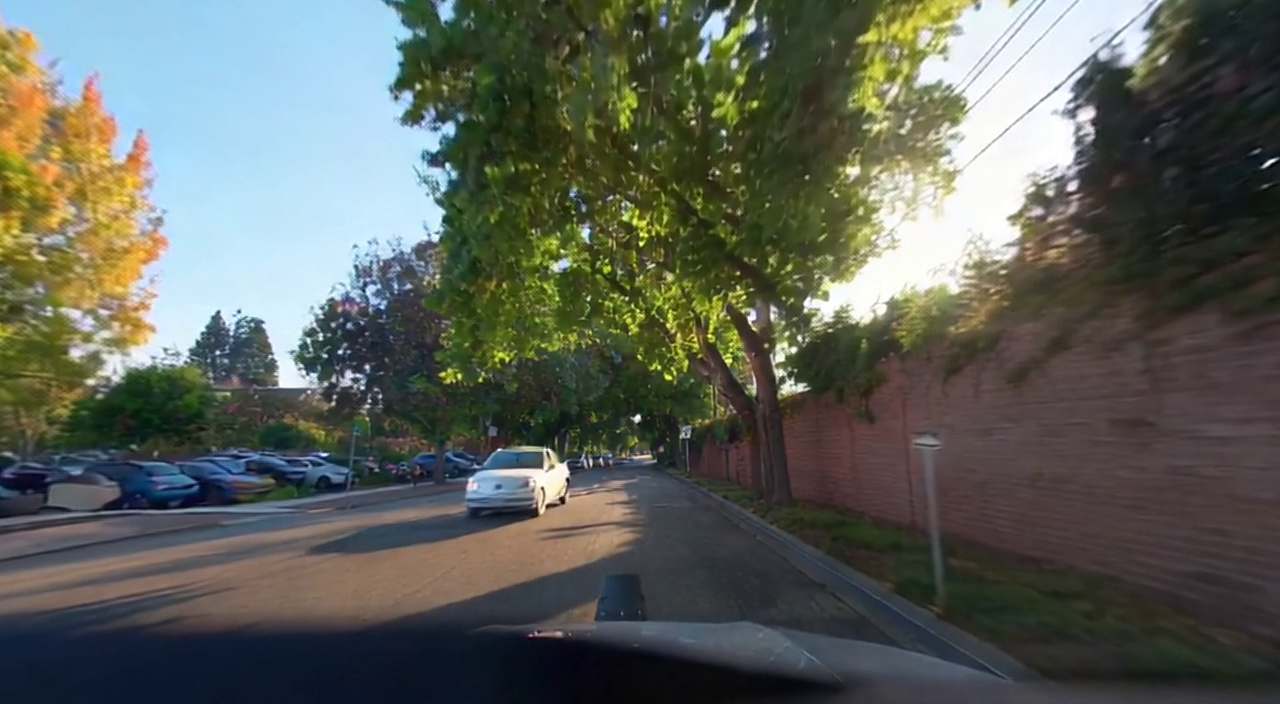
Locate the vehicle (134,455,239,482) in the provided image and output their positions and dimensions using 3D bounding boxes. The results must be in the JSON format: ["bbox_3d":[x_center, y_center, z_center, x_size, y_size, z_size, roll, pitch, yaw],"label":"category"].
[{"bbox_3d":[-26.980,6.957,37.719,4.736,1.516,1.937,0,-9,1],"label":"vehicle"}]

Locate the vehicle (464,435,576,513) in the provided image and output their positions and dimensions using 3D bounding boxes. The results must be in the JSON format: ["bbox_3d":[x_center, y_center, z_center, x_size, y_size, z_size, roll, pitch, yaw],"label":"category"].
[{"bbox_3d":[-2.921,3.080,16.371,2.047,1.725,4.288,0,-9,0],"label":"vehicle"}]

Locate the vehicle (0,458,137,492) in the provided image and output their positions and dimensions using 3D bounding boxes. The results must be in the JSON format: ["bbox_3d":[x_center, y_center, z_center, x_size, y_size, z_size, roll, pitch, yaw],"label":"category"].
[{"bbox_3d":[-26.020,5.602,28.884,4.374,1.455,1.918,0,-9,0],"label":"vehicle"}]

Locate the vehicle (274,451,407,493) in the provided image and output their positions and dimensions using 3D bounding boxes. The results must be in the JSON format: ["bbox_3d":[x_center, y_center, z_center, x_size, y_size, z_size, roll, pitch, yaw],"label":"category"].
[{"bbox_3d":[-13.314,5.353,28.306,4.870,1.767,2.120,0,-9,2],"label":"vehicle"}]

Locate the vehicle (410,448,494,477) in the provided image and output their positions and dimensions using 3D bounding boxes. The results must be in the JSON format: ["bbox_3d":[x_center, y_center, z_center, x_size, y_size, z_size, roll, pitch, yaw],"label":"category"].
[{"bbox_3d":[-13.754,8.145,46.558,5.428,1.908,2.196,1,-10,0],"label":"vehicle"}]
